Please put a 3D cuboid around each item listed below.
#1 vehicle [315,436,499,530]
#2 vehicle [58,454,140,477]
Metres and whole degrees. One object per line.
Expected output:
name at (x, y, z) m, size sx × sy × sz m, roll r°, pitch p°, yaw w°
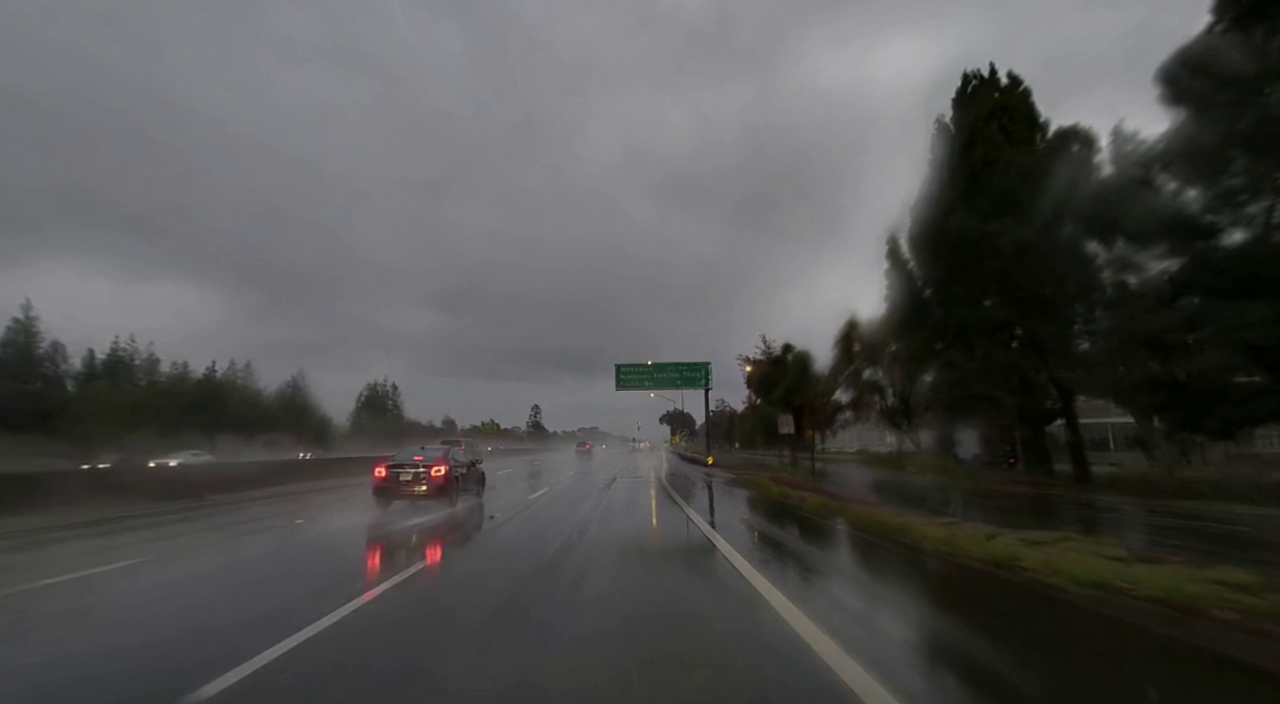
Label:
vehicle at (-4.248, 2.447, 12.499) m, size 1.940 × 1.479 × 4.777 m, roll 0°, pitch -9°, yaw -2°
vehicle at (-37.889, 7.952, 44.429) m, size 1.855 × 1.463 × 4.602 m, roll 0°, pitch -9°, yaw -3°
